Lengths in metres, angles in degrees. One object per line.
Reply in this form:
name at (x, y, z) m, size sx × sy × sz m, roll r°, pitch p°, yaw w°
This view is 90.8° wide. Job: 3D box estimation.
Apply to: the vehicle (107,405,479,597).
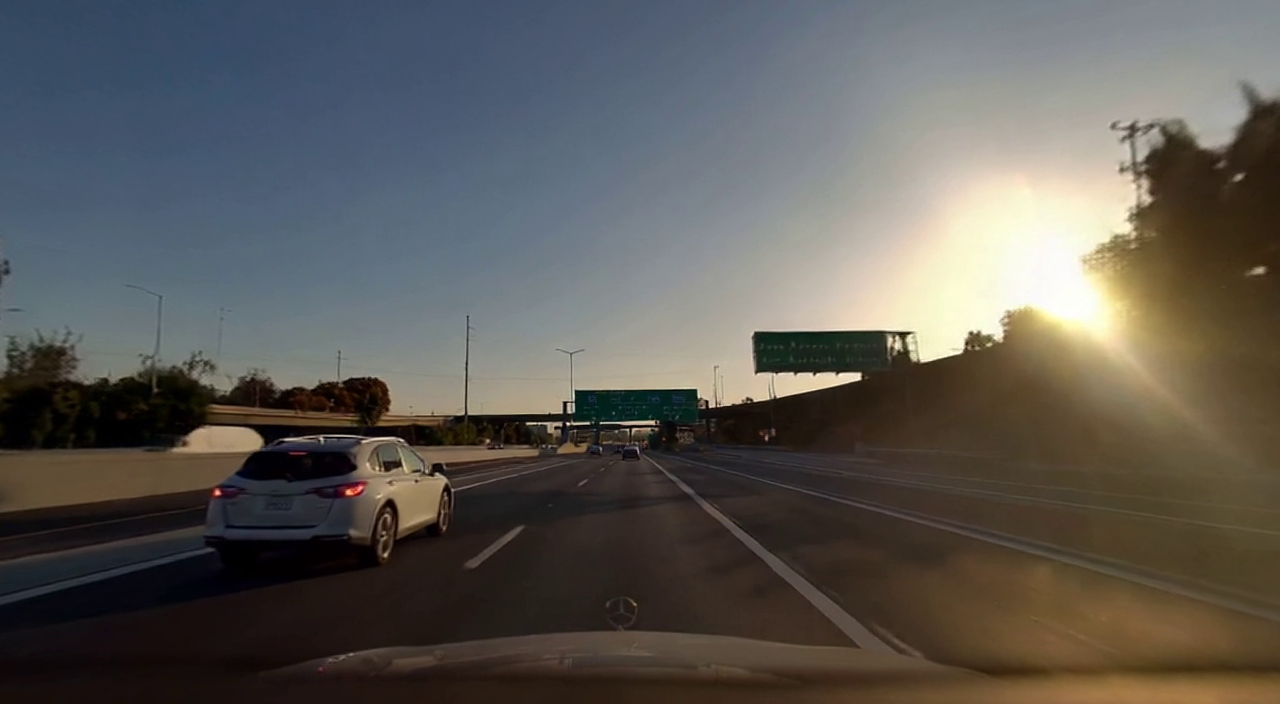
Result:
vehicle at (-3.647, 1.646, 7.862) m, size 2.178 × 1.699 × 4.321 m, roll 0°, pitch -8°, yaw -1°
